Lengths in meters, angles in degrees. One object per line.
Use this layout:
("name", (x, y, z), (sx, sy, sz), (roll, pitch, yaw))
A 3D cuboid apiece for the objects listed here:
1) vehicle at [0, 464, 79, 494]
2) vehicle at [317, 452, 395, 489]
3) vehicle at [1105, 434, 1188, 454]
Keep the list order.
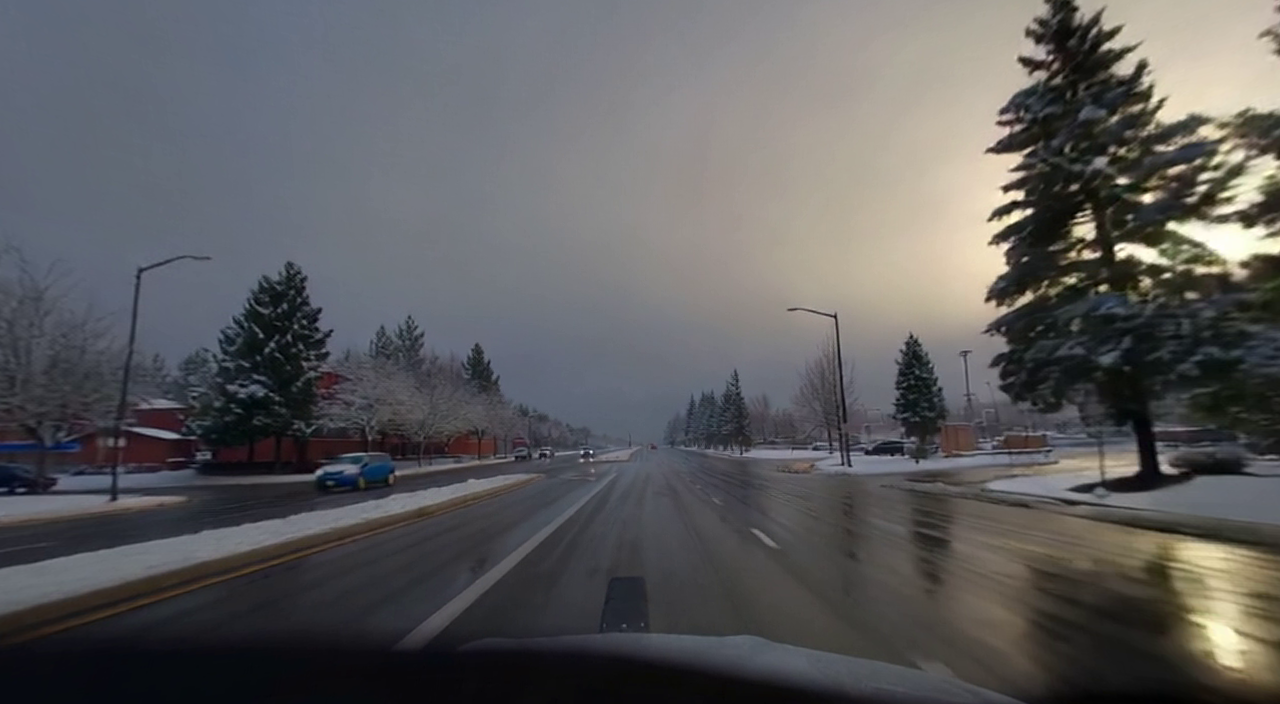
("vehicle", (-41.002, 8.399, 41.702), (5.288, 1.786, 2.076), (2, -9, -15))
("vehicle", (-14.831, 6.172, 33.224), (1.983, 1.725, 4.359), (0, -8, 1))
("vehicle", (39.390, 7.185, 49.122), (1.790, 1.416, 4.627), (5, -10, -32))
